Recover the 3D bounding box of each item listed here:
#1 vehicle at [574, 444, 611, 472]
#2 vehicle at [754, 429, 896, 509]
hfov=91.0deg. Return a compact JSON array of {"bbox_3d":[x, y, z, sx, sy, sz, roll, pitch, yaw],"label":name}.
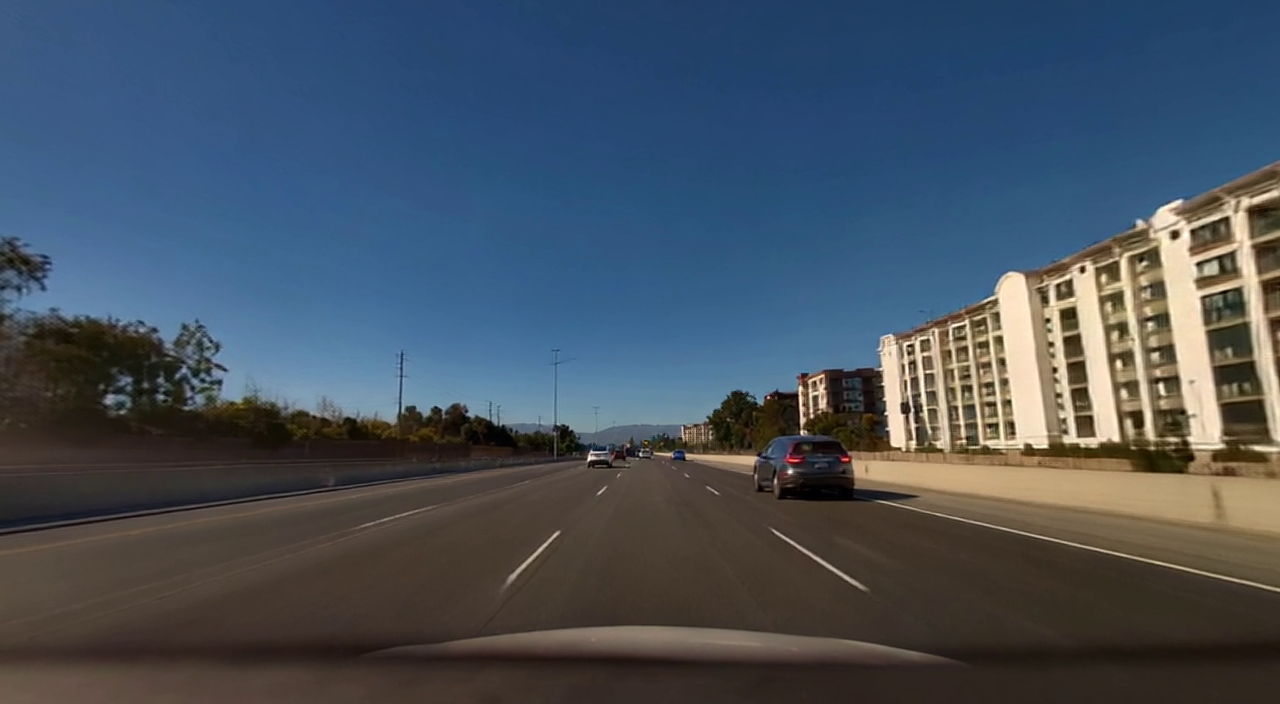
[{"bbox_3d":[-3.084,7.039,42.069,2.075,1.721,4.763,0,-9,0],"label":"vehicle"},{"bbox_3d":[4.457,2.908,16.093,2.170,1.733,4.631,0,-9,-1],"label":"vehicle"}]
